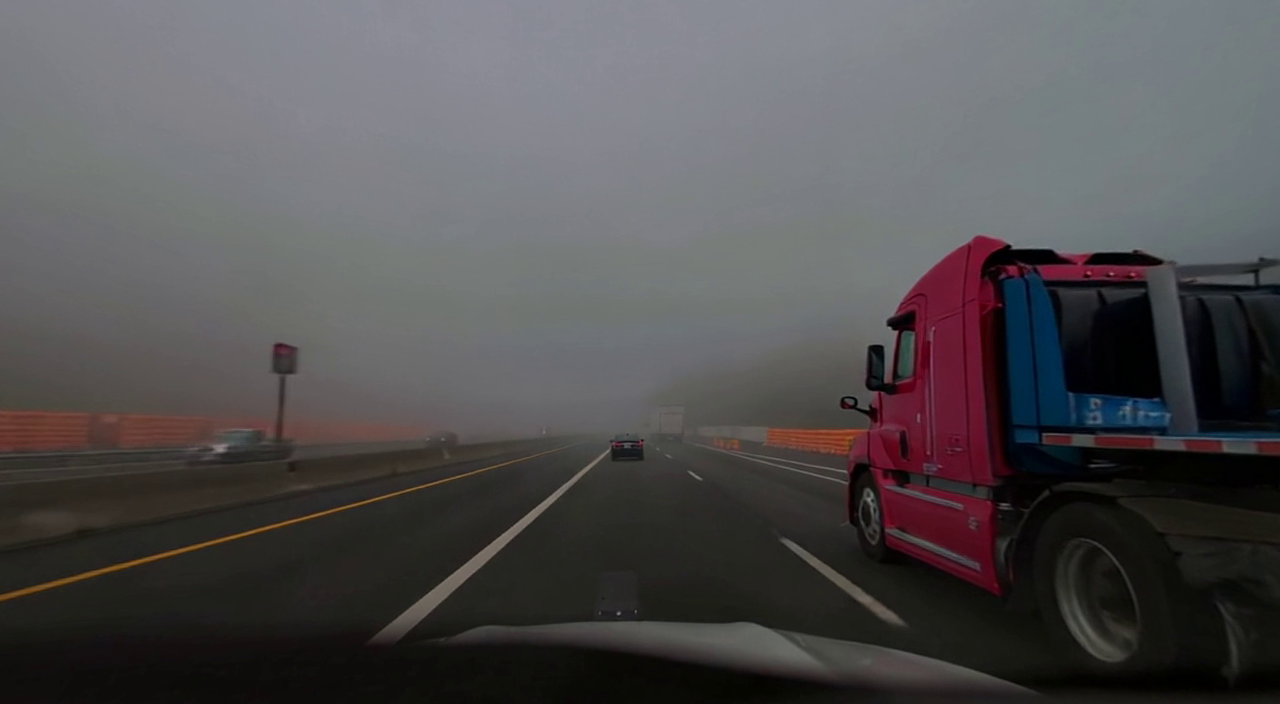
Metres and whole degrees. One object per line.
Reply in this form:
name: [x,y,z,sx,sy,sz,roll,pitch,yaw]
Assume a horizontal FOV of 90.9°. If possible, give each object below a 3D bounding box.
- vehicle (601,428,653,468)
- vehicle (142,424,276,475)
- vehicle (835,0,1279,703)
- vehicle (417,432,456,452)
vehicle: [-0.502,3.826,25.257,1.929,1.469,3.677,0,-8,-1]
vehicle: [-15.219,3.439,22.554,1.848,1.624,4.199,0,-8,-1]
vehicle: [3.649,-0.205,1.094,2.919,3.634,10.888,0,-8,-1]
vehicle: [-15.759,6.987,49.008,1.777,1.458,3.797,0,-8,0]
